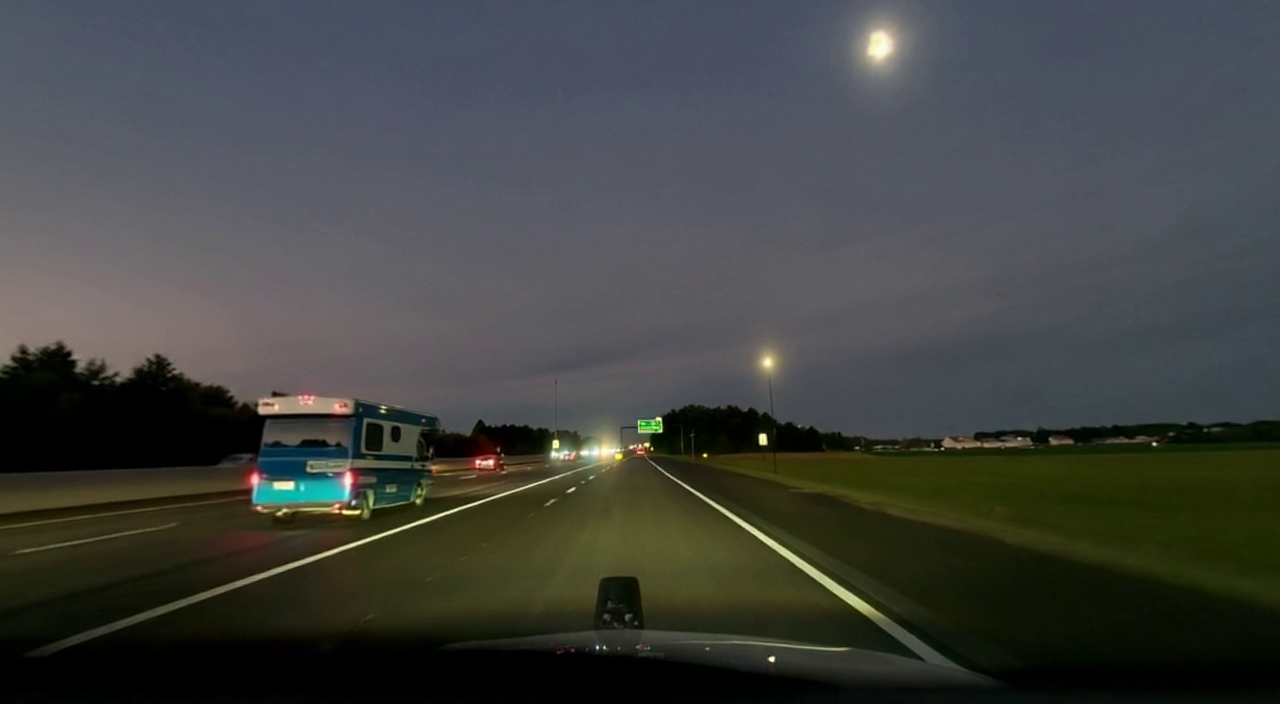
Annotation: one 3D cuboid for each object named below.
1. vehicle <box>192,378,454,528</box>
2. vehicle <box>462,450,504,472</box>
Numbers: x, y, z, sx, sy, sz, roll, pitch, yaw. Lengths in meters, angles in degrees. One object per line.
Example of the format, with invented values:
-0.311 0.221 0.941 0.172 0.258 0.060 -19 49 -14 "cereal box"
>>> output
-7.368 2.533 16.244 2.747 2.934 7.411 0 -8 1 "vehicle"
-11.436 7.988 46.315 1.981 1.503 4.207 0 -8 0 "vehicle"
